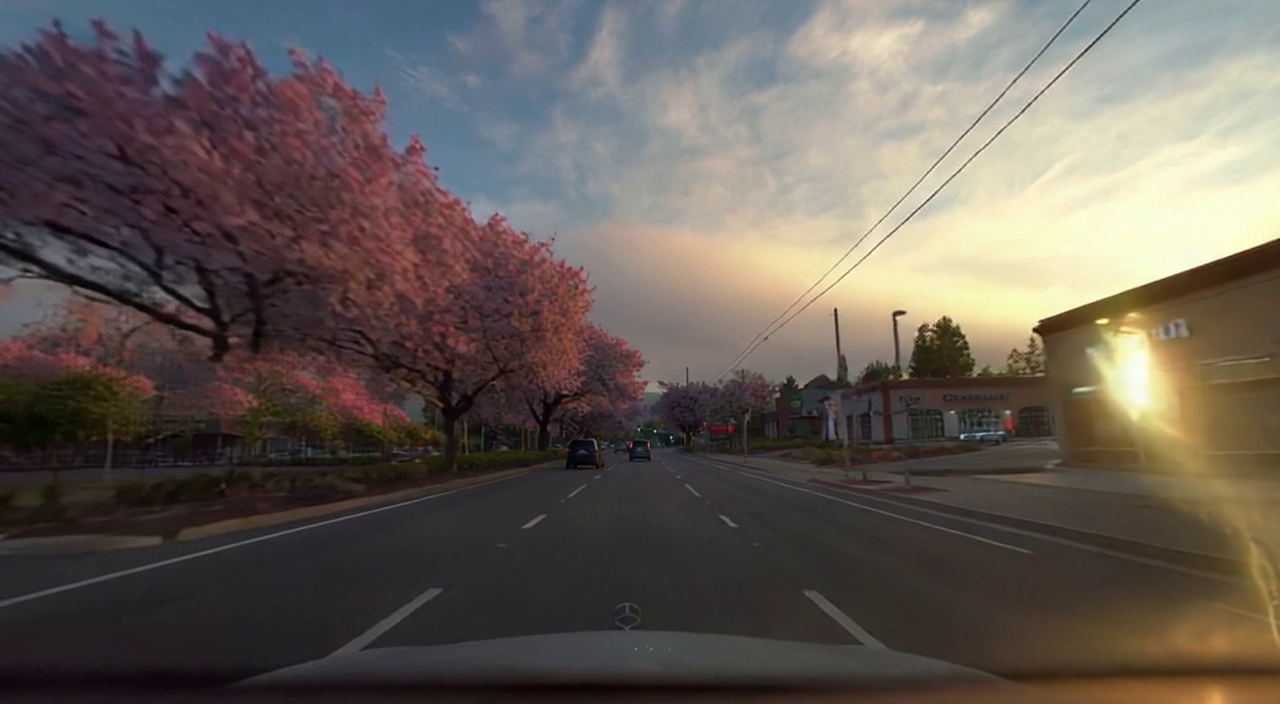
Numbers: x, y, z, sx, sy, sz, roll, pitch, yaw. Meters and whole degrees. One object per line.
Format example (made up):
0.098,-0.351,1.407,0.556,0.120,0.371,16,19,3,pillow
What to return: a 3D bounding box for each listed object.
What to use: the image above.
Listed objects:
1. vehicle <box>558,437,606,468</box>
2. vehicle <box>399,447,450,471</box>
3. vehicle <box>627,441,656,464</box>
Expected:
-3.566,6.336,39.730,2.453,1.844,4.751,0,-8,2,vehicle
-14.780,7.337,43.303,1.854,1.475,4.448,0,-8,1,vehicle
0.122,7.813,49.174,2.149,1.701,4.379,0,-8,0,vehicle
